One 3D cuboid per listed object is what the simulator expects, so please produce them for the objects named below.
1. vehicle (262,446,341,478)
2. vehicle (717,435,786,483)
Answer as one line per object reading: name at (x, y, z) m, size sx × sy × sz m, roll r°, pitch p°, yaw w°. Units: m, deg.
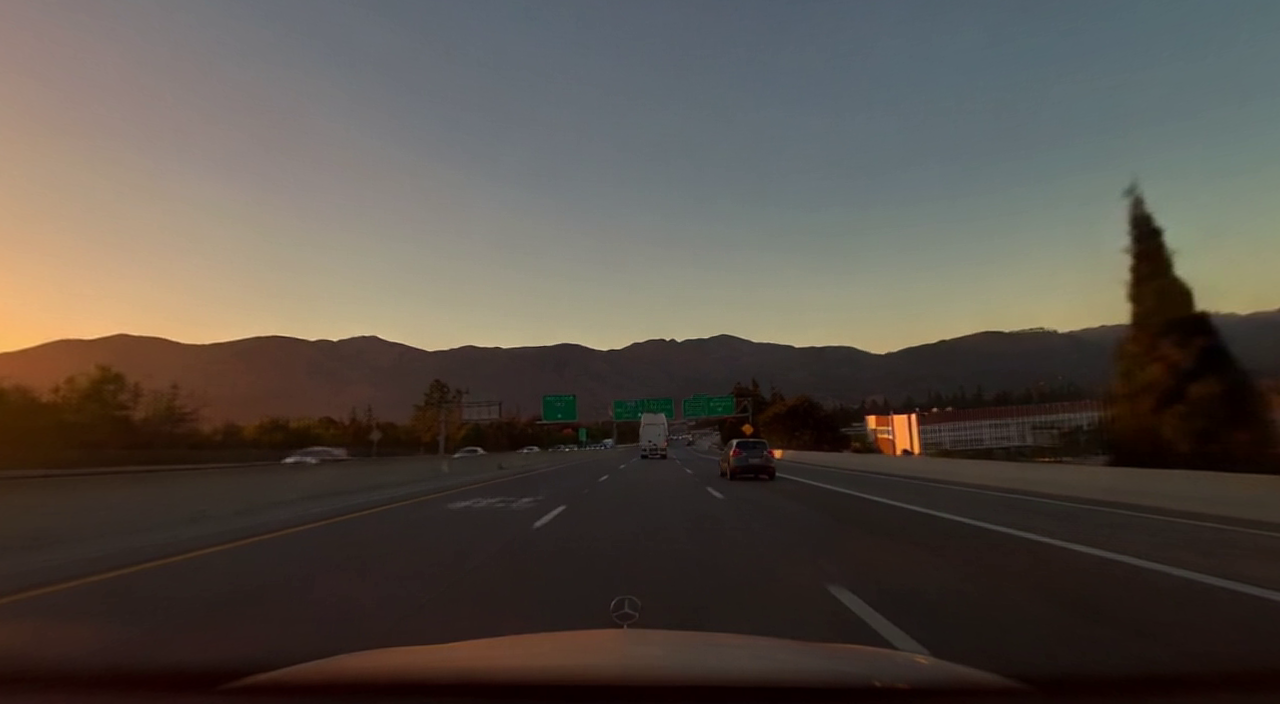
vehicle at (-19.068, 6.193, 35.739) m, size 1.872 × 1.654 × 4.504 m, roll 0°, pitch -8°, yaw 1°
vehicle at (4.075, 3.963, 23.612) m, size 1.880 × 1.624 × 3.941 m, roll 0°, pitch -8°, yaw 0°
